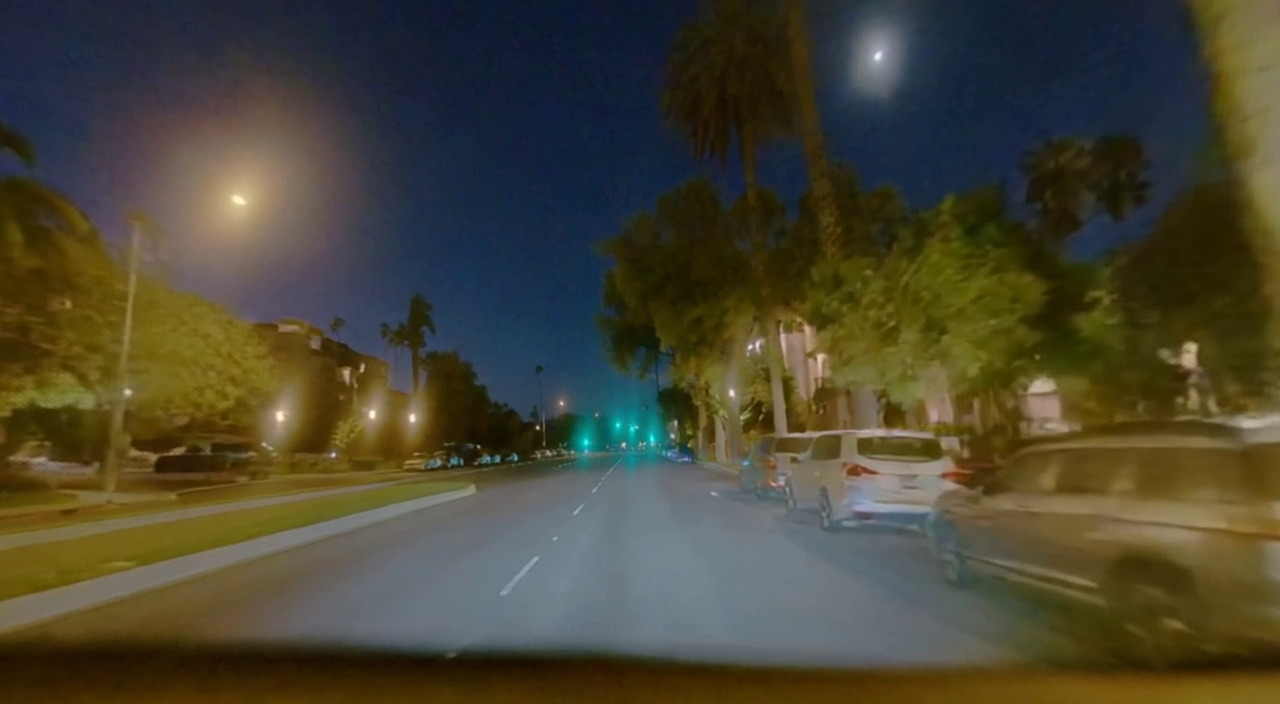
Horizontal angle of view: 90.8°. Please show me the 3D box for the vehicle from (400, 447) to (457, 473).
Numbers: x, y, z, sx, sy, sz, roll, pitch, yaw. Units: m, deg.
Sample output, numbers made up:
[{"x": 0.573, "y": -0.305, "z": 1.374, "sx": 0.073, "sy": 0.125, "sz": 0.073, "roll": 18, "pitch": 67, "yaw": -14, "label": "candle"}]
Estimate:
[{"x": -13.759, "y": 7.010, "z": 41.297, "sx": 2.131, "sy": 1.492, "sz": 4.310, "roll": -1, "pitch": -7, "yaw": 2, "label": "vehicle"}]

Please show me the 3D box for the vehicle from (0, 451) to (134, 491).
[{"x": -23.587, "y": 4.705, "z": 25.193, "sx": 4.946, "sy": 1.518, "sz": 2.115, "roll": 0, "pitch": -9, "yaw": 1, "label": "vehicle"}]

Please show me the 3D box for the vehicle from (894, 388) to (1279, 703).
[{"x": 3.770, "y": 1.210, "z": 4.318, "sx": 1.878, "sy": 1.625, "sz": 4.826, "roll": 0, "pitch": -9, "yaw": -2, "label": "vehicle"}]

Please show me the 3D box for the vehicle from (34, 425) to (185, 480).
[{"x": -29.334, "y": 5.563, "z": 35.096, "sx": 6.108, "sy": 2.900, "sz": 2.298, "roll": 0, "pitch": -9, "yaw": 1, "label": "vehicle"}]

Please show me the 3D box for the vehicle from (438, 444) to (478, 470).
[{"x": -13.745, "y": 7.929, "z": 47.901, "sx": 1.844, "sy": 1.764, "sz": 4.183, "roll": -1, "pitch": -7, "yaw": 0, "label": "vehicle"}]

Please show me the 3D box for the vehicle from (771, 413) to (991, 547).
[{"x": 3.757, "y": 2.099, "z": 10.957, "sx": 1.912, "sy": 1.790, "sz": 4.715, "roll": 0, "pitch": -9, "yaw": 0, "label": "vehicle"}]

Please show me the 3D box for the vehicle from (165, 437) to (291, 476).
[{"x": -22.767, "y": 5.786, "z": 35.074, "sx": 5.386, "sy": 2.043, "sz": 2.124, "roll": 0, "pitch": -9, "yaw": -1, "label": "vehicle"}]

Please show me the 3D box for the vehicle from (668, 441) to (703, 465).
[{"x": 3.346, "y": 7.580, "z": 47.574, "sx": 2.221, "sy": 1.718, "sz": 5.192, "roll": 0, "pitch": -9, "yaw": 0, "label": "vehicle"}]
